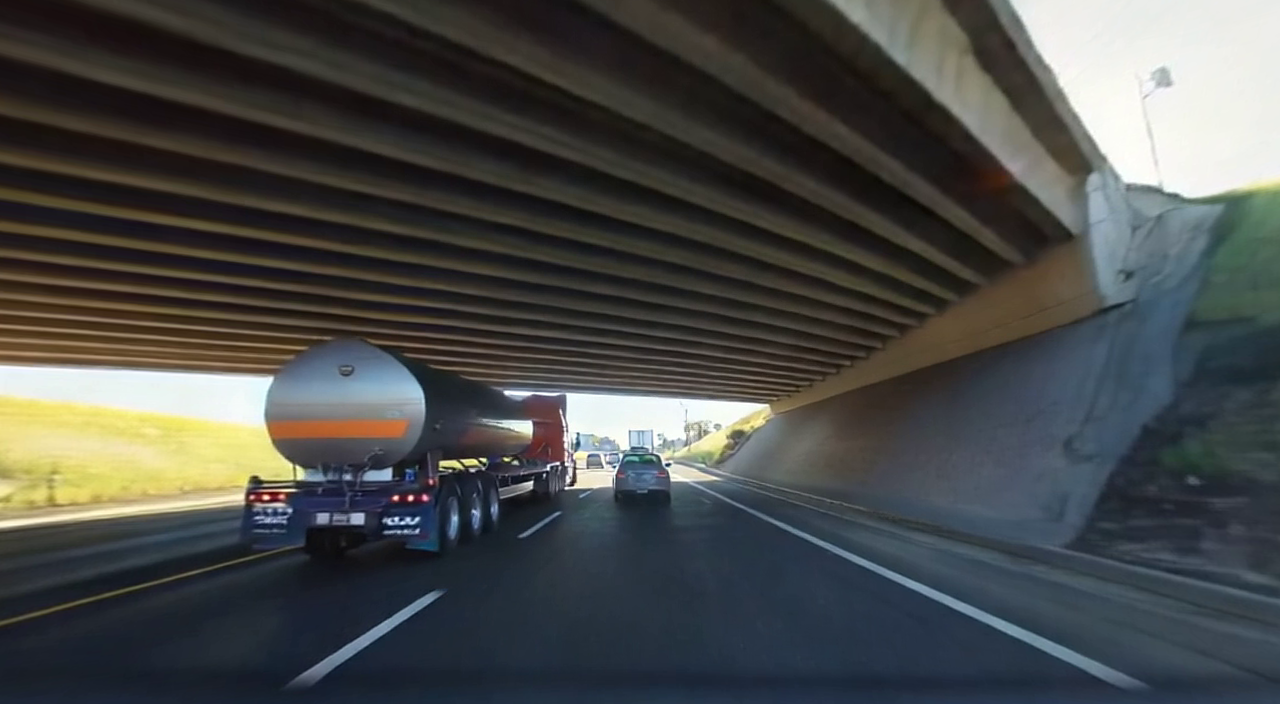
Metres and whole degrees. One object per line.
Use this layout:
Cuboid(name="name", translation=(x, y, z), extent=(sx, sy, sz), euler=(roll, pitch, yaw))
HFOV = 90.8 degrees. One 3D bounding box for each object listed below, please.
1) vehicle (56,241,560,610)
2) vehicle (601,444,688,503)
Cuboid(name="vehicle", translation=(-4.048, 1.726, 13.401), extent=(2.896, 3.563, 14.643), euler=(0, -9, 0))
Cuboid(name="vehicle", translation=(0.114, 3.423, 18.244), extent=(2.215, 1.481, 4.246), euler=(0, -9, 0))
